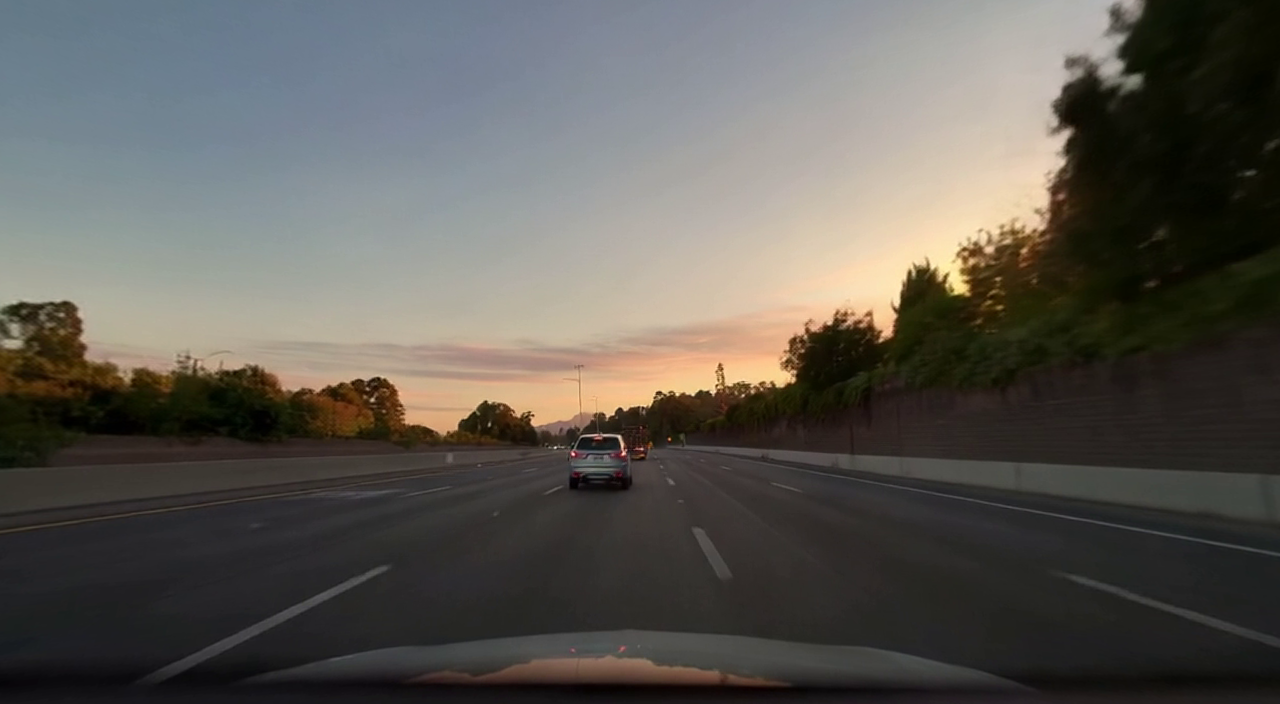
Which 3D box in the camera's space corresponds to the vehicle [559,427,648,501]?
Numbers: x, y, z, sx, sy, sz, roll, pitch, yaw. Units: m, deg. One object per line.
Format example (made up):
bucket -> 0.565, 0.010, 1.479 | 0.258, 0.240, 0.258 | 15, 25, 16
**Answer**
vehicle -> -0.854, 3.052, 17.561 | 2.114, 1.787, 4.365 | 0, -8, 1
